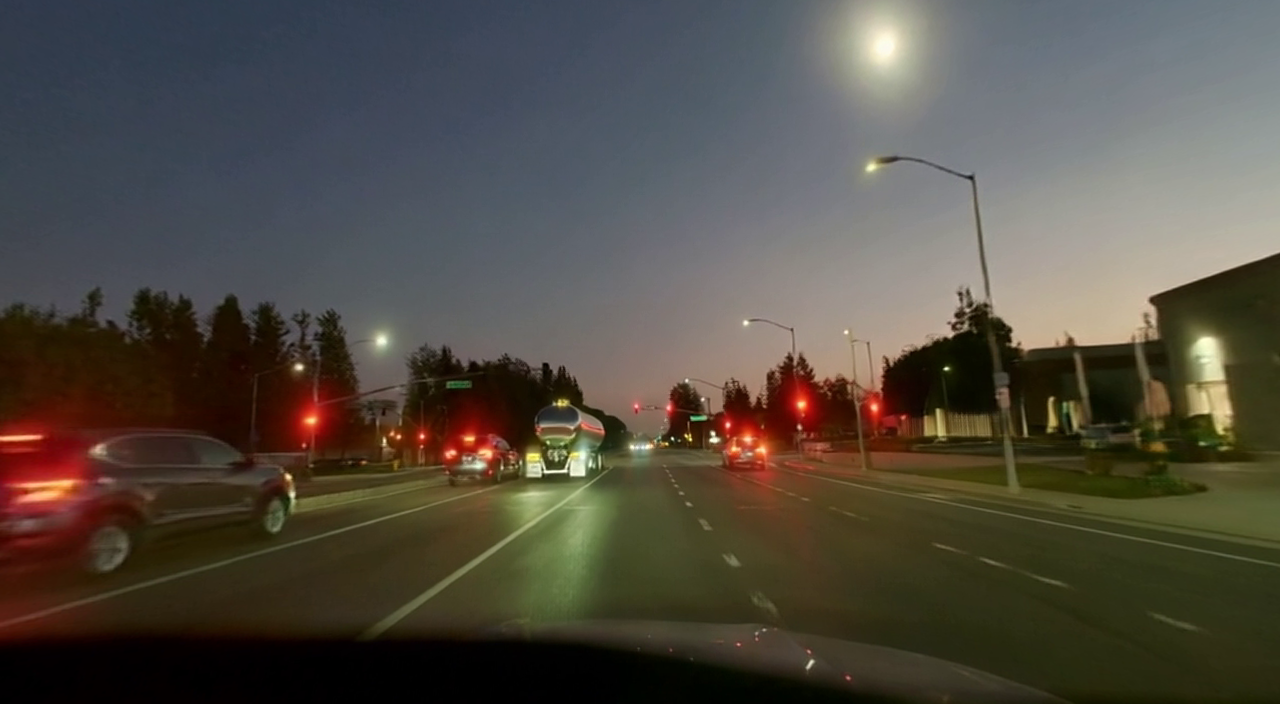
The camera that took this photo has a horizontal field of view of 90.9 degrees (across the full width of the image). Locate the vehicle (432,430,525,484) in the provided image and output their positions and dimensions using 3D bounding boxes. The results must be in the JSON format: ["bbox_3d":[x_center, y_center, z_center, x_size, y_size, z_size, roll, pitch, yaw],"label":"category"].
[{"bbox_3d":[-6.508,4.316,26.259,2.375,1.989,5.497,0,-8,1],"label":"vehicle"}]

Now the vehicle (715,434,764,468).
[{"bbox_3d":[5.997,6.055,38.699,2.093,1.926,4.749,0,-8,-2],"label":"vehicle"}]

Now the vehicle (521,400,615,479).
[{"bbox_3d":[-3.071,4.456,31.713,2.841,3.004,14.901,0,-8,1],"label":"vehicle"}]

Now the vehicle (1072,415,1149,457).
[{"bbox_3d":[23.326,4.184,31.117,2.380,1.890,5.620,-8,-11,41],"label":"vehicle"}]

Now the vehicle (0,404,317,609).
[{"bbox_3d":[-6.369,1.676,7.816,2.179,1.750,4.621,0,-8,1],"label":"vehicle"}]
